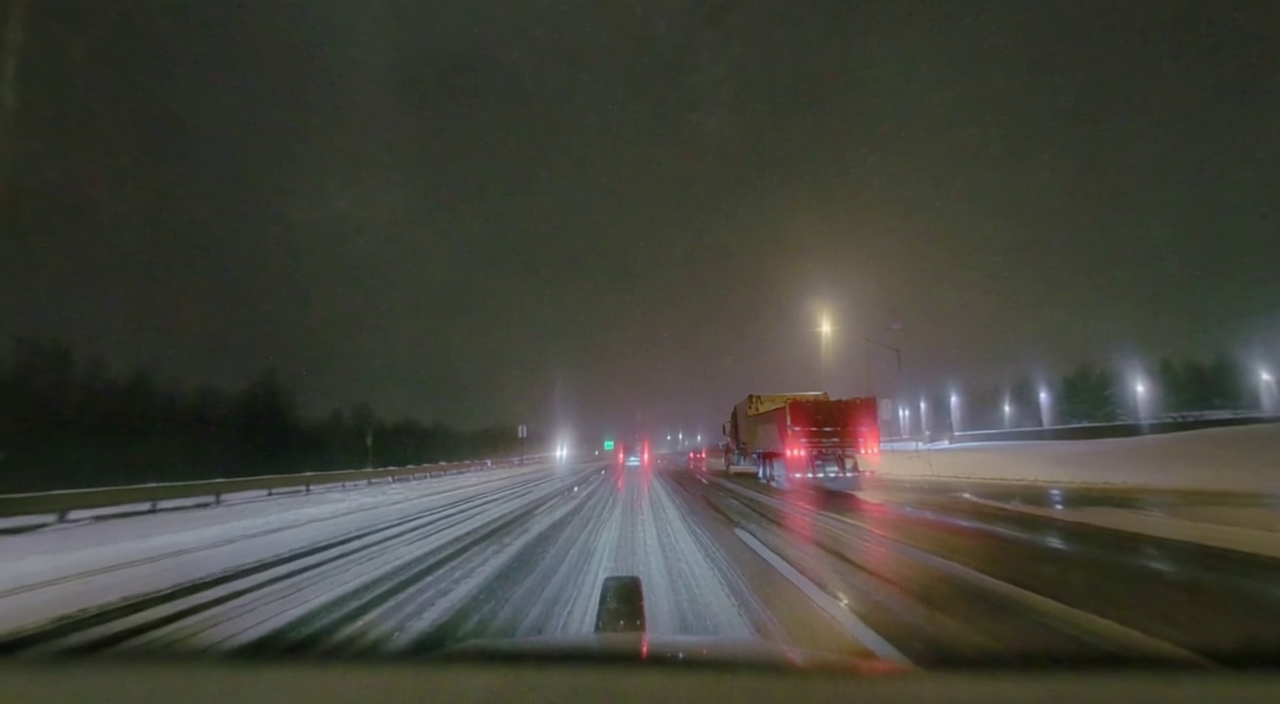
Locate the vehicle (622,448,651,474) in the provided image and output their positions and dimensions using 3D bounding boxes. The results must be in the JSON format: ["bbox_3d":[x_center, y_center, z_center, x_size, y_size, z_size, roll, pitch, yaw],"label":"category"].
[{"bbox_3d":[-0.177,6.627,38.519,1.695,1.437,3.506,0,-9,1],"label":"vehicle"}]
